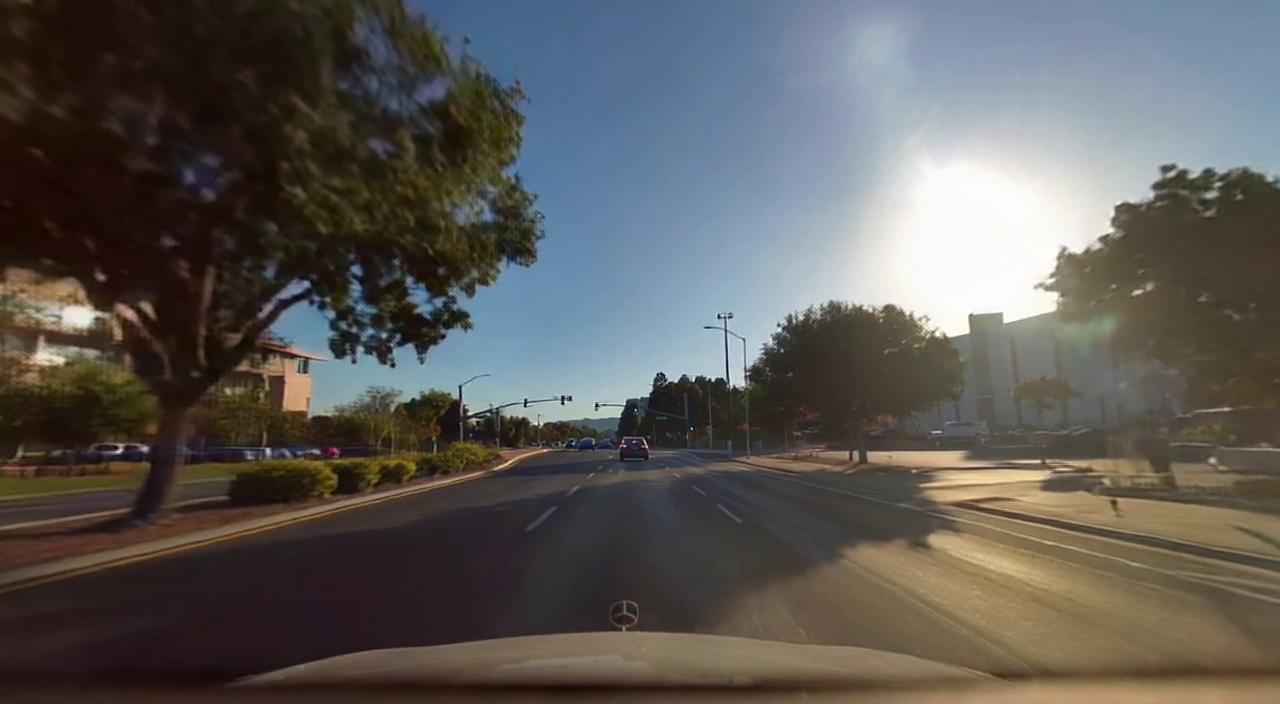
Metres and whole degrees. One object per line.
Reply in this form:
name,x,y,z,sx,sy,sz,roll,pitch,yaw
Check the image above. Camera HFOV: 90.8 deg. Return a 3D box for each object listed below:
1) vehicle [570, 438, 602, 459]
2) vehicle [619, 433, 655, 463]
vehicle,-4.041,7.327,48.060,2.075,1.474,4.367,0,-8,0
vehicle,-0.231,6.122,40.336,2.188,1.782,3.982,0,-8,-1
